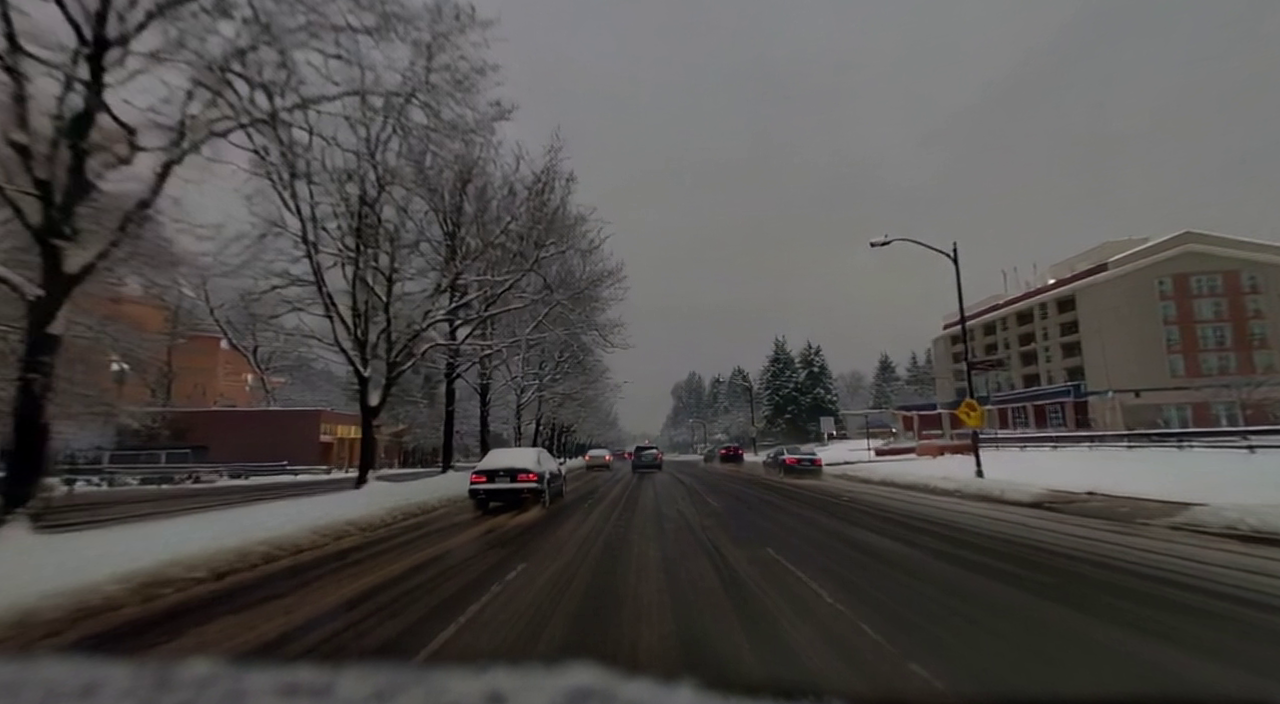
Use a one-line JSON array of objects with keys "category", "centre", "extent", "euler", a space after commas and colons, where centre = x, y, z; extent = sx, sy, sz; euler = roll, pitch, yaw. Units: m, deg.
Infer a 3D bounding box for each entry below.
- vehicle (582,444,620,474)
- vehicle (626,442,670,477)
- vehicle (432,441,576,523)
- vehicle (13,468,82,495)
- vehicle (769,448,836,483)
[{"category": "vehicle", "centre": [-2.485, 7.016, 41.586], "extent": [2.117, 1.799, 4.442], "euler": [0, -9, 1]}, {"category": "vehicle", "centre": [0.448, 5.916, 34.926], "extent": [2.304, 1.795, 4.526], "euler": [0, -9, 1]}, {"category": "vehicle", "centre": [-2.735, 2.744, 13.868], "extent": [2.095, 1.486, 4.411], "euler": [0, -9, 1]}, {"category": "vehicle", "centre": [-39.800, 8.694, 42.484], "extent": [1.802, 1.530, 4.596], "euler": [4, -9, -23]}, {"category": "vehicle", "centre": [7.274, 5.113, 28.714], "extent": [1.884, 1.458, 4.245], "euler": [0, -9, 0]}]
